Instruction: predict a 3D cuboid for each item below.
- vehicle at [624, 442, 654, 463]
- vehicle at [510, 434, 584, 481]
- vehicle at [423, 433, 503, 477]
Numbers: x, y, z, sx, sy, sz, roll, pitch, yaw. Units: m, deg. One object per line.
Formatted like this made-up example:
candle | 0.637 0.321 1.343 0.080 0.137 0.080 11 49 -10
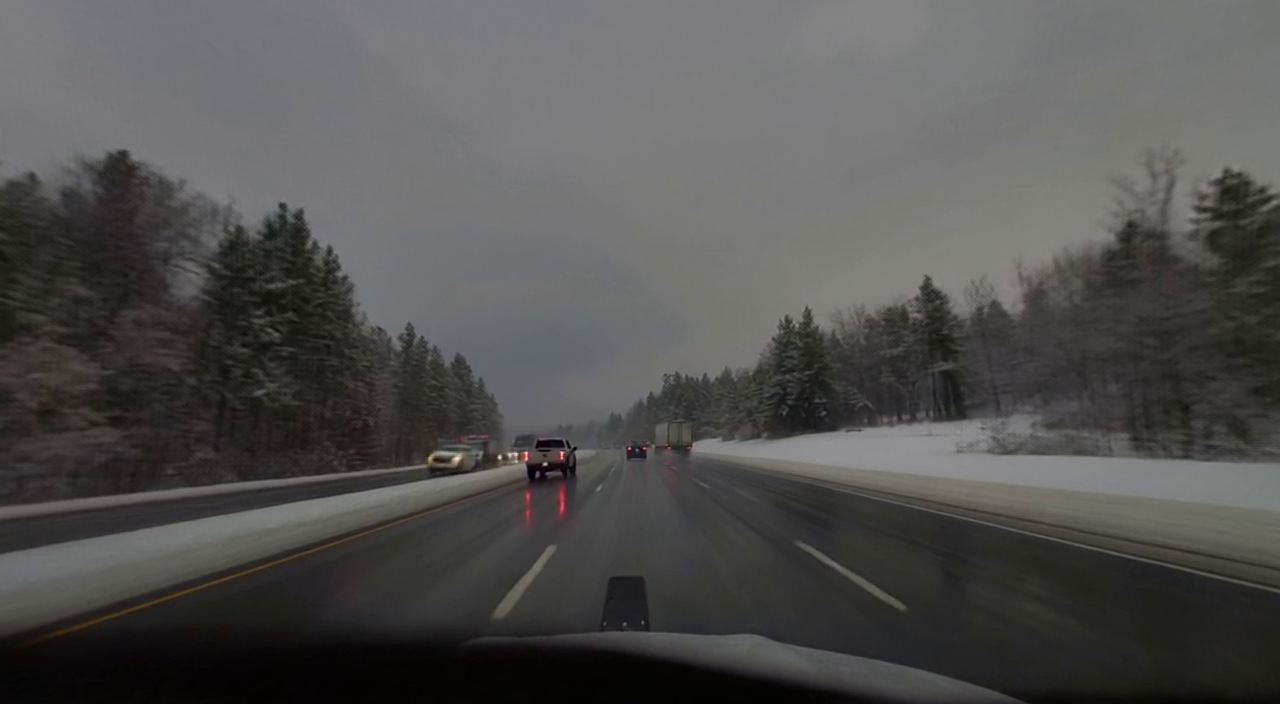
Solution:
vehicle | -0.055 7.597 47.551 2.152 1.484 4.211 0 -8 0
vehicle | -3.521 4.088 24.727 2.077 1.669 4.739 0 -8 1
vehicle | -6.874 4.024 24.862 1.845 1.577 3.968 -1 -8 2
